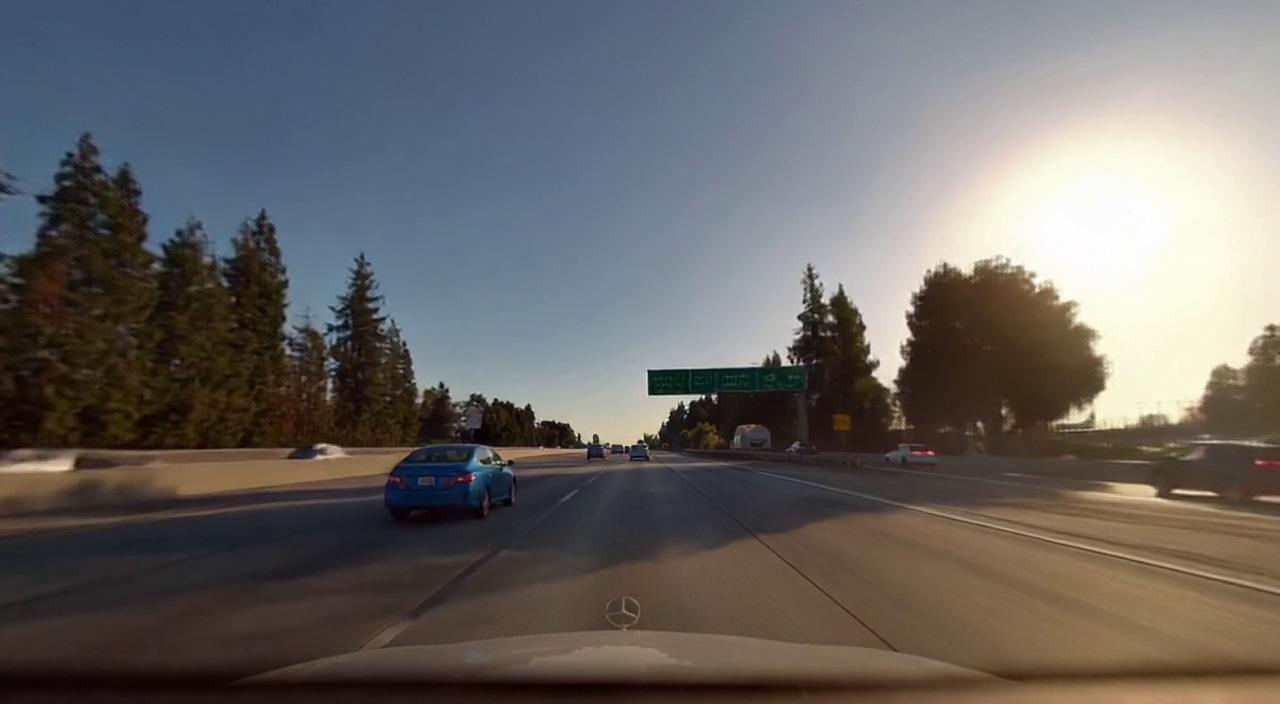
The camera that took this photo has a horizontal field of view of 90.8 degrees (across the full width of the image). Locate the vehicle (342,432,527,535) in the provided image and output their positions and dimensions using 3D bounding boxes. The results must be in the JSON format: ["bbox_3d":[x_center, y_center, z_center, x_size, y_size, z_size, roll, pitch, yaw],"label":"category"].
[{"bbox_3d":[-3.508,2.318,11.735,2.020,1.554,4.137,0,-9,0],"label":"vehicle"}]

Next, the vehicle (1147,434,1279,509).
[{"bbox_3d":[13.946,2.557,13.716,1.940,1.496,4.992,-1,-9,4],"label":"vehicle"}]

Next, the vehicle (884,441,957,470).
[{"bbox_3d":[15.107,5.606,34.342,1.873,1.463,4.937,0,-9,2],"label":"vehicle"}]

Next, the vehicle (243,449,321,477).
[{"bbox_3d":[-20.770,6.418,36.918,1.869,1.522,4.536,0,-9,0],"label":"vehicle"}]
